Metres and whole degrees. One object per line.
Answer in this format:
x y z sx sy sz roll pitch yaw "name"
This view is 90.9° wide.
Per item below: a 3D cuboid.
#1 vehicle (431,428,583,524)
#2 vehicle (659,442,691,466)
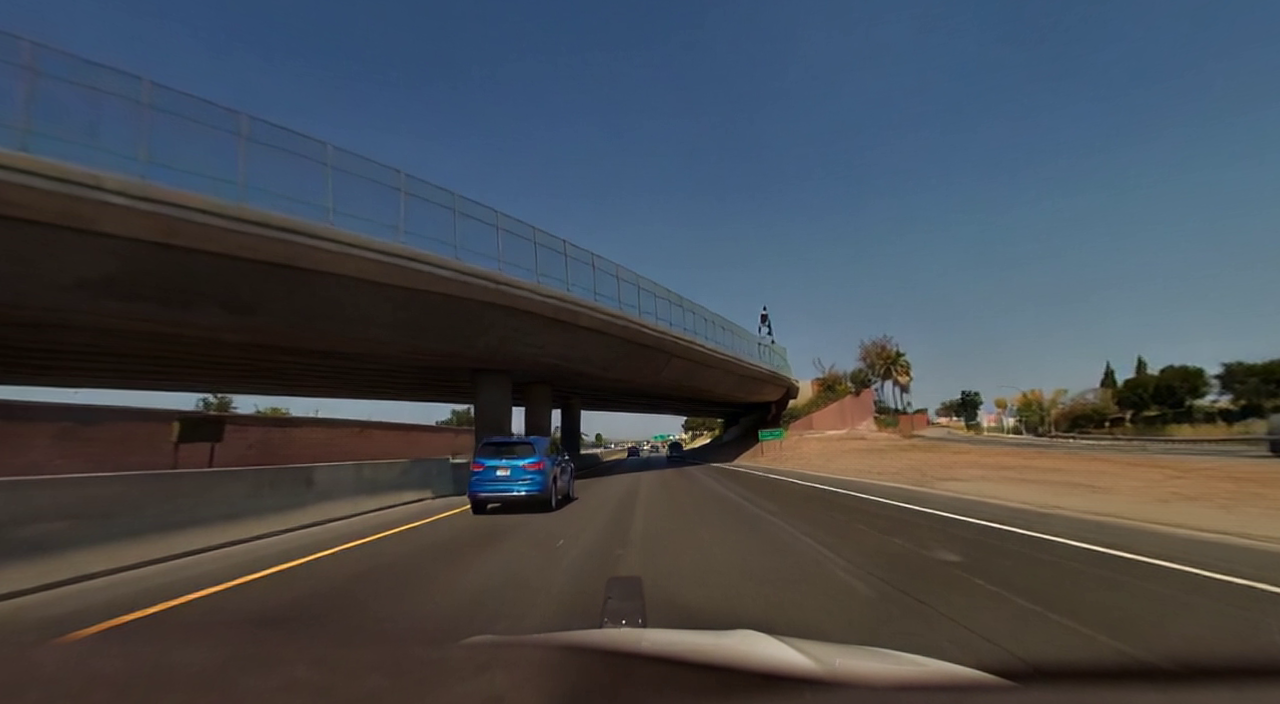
-2.595 2.574 13.615 2.143 1.693 4.513 -1 -9 2 "vehicle"
2.436 7.151 44.384 2.073 1.621 3.993 -1 -9 1 "vehicle"
